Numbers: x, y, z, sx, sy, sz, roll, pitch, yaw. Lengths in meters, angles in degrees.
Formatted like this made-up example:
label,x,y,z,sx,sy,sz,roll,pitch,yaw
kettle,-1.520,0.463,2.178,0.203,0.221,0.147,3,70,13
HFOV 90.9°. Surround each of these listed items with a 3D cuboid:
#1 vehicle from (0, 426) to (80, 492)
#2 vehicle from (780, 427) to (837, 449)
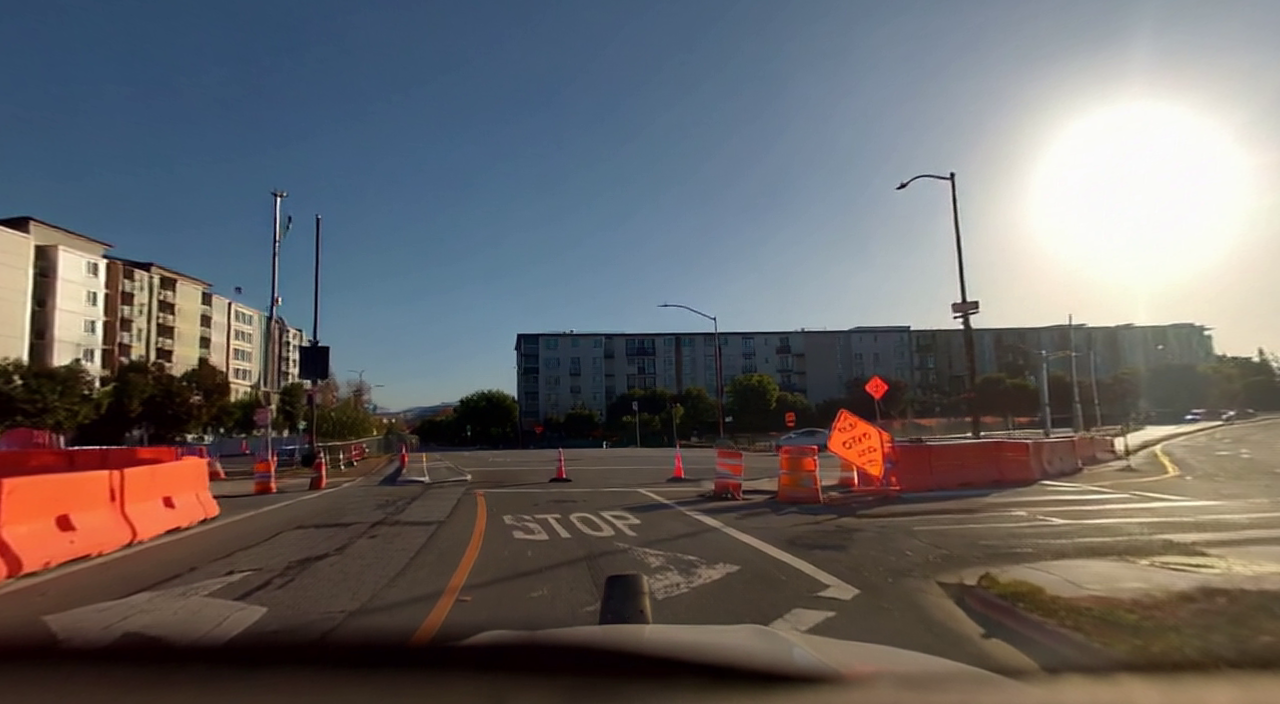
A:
label,x,y,z,sx,sy,sz,roll,pitch,yaw
vehicle,-18.230,3.126,18.667,2.159,1.734,4.292,8,-12,-43
vehicle,13.374,6.827,49.963,4.302,1.628,1.957,5,-10,-33
